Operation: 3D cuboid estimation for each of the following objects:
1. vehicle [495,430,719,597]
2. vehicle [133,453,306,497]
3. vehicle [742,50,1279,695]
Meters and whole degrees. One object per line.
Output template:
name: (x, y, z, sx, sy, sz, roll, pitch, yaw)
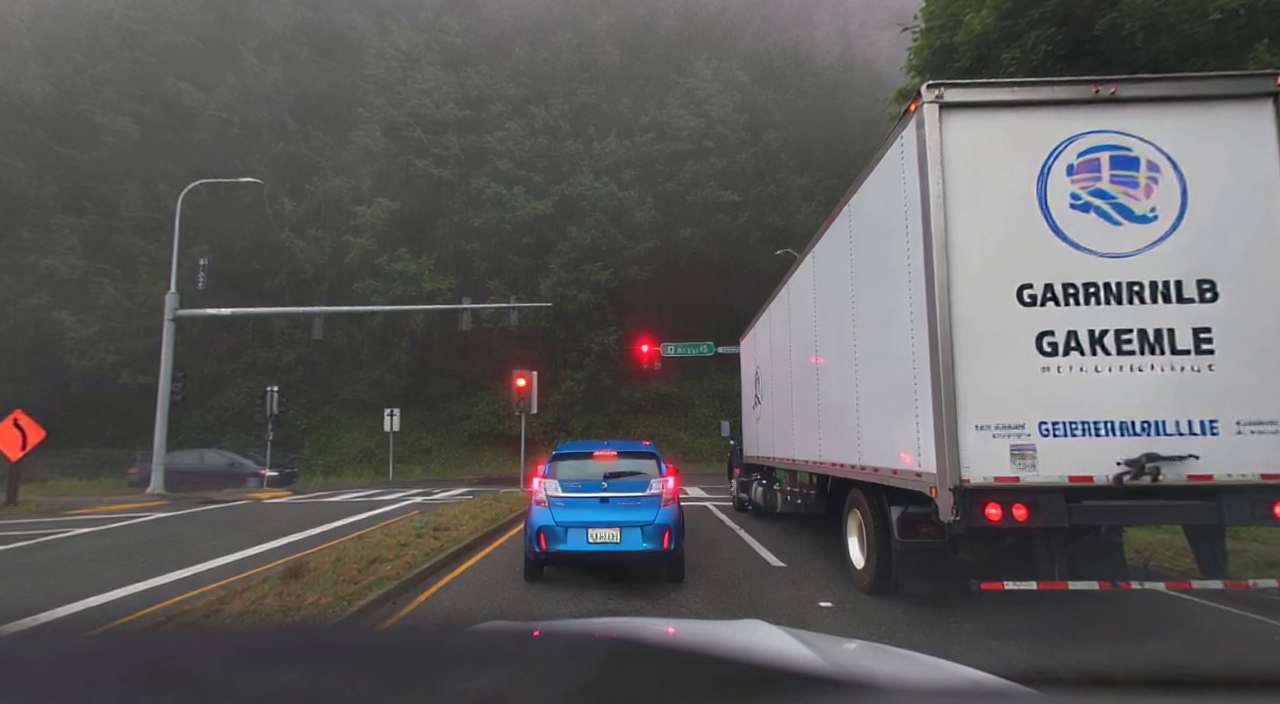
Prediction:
vehicle: (-0.325, 1.712, 7.426, 1.975, 1.457, 3.526, 0, -9, -1)
vehicle: (-15.039, 4.409, 22.775, 4.761, 1.436, 1.870, 1, -9, -7)
vehicle: (3.512, 0.724, 8.477, 2.884, 3.753, 9.763, 0, -9, 1)
